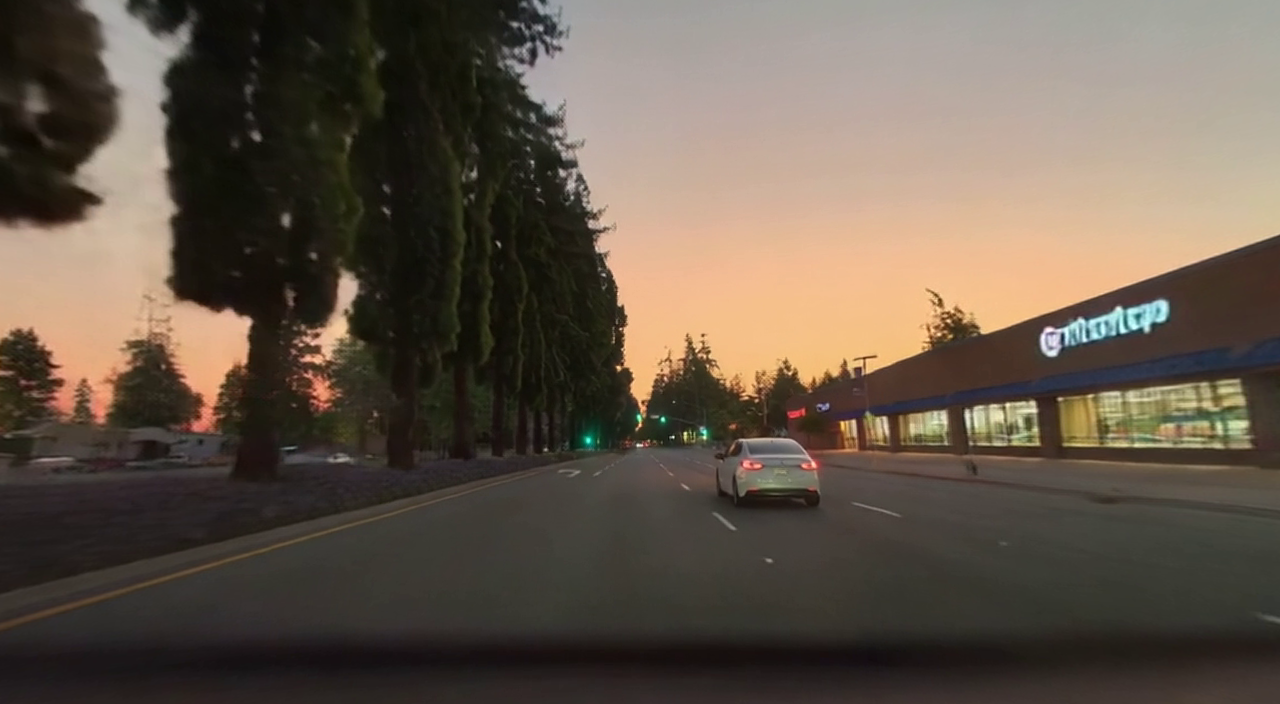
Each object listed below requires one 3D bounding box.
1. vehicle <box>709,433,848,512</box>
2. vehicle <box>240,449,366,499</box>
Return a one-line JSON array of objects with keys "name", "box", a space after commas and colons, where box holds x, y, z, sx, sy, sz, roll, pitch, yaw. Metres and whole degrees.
[{"name": "vehicle", "box": [2.867, 2.611, 14.140, 2.015, 1.479, 4.444, 0, -8, -1]}, {"name": "vehicle", "box": [-11.527, 4.148, 21.903, 1.944, 1.512, 4.278, 0, -8, 1]}]
